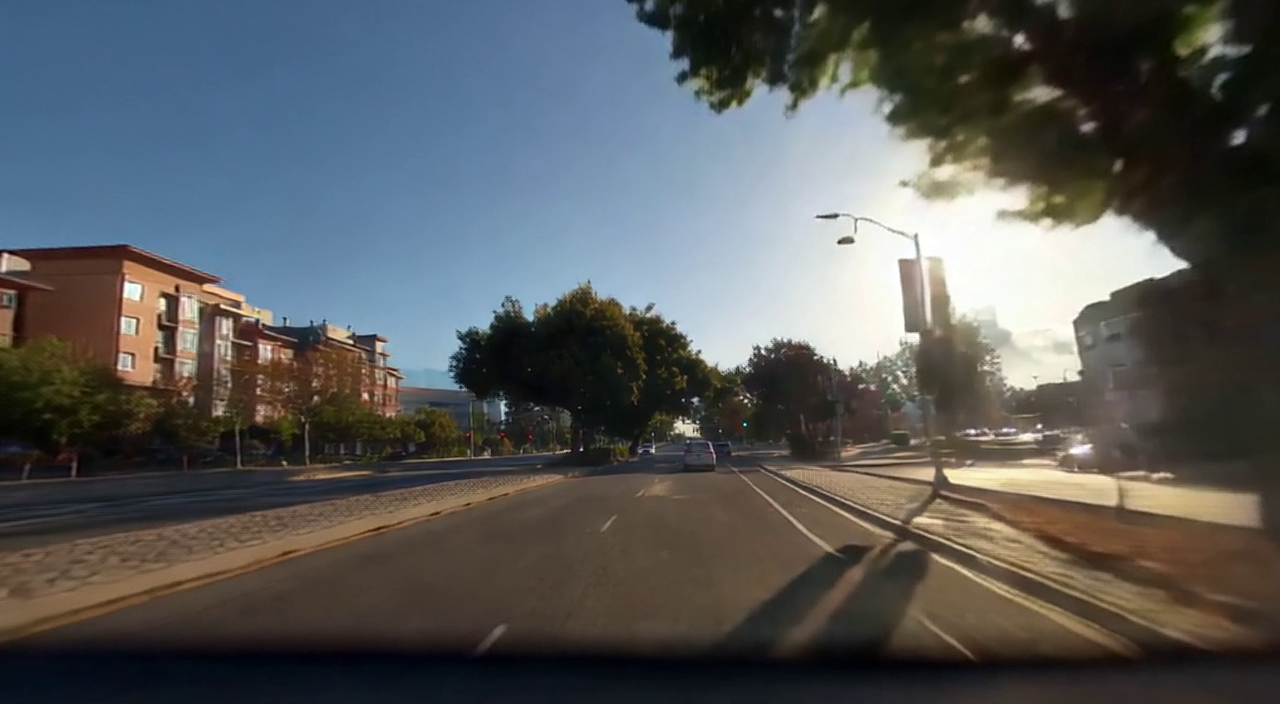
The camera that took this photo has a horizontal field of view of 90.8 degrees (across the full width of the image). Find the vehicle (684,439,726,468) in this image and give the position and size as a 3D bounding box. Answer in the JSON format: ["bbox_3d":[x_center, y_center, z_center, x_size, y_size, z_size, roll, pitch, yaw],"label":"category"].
[{"bbox_3d":[3.581,5.682,35.554,2.133,1.481,4.276,-1,-8,4],"label":"vehicle"}]
